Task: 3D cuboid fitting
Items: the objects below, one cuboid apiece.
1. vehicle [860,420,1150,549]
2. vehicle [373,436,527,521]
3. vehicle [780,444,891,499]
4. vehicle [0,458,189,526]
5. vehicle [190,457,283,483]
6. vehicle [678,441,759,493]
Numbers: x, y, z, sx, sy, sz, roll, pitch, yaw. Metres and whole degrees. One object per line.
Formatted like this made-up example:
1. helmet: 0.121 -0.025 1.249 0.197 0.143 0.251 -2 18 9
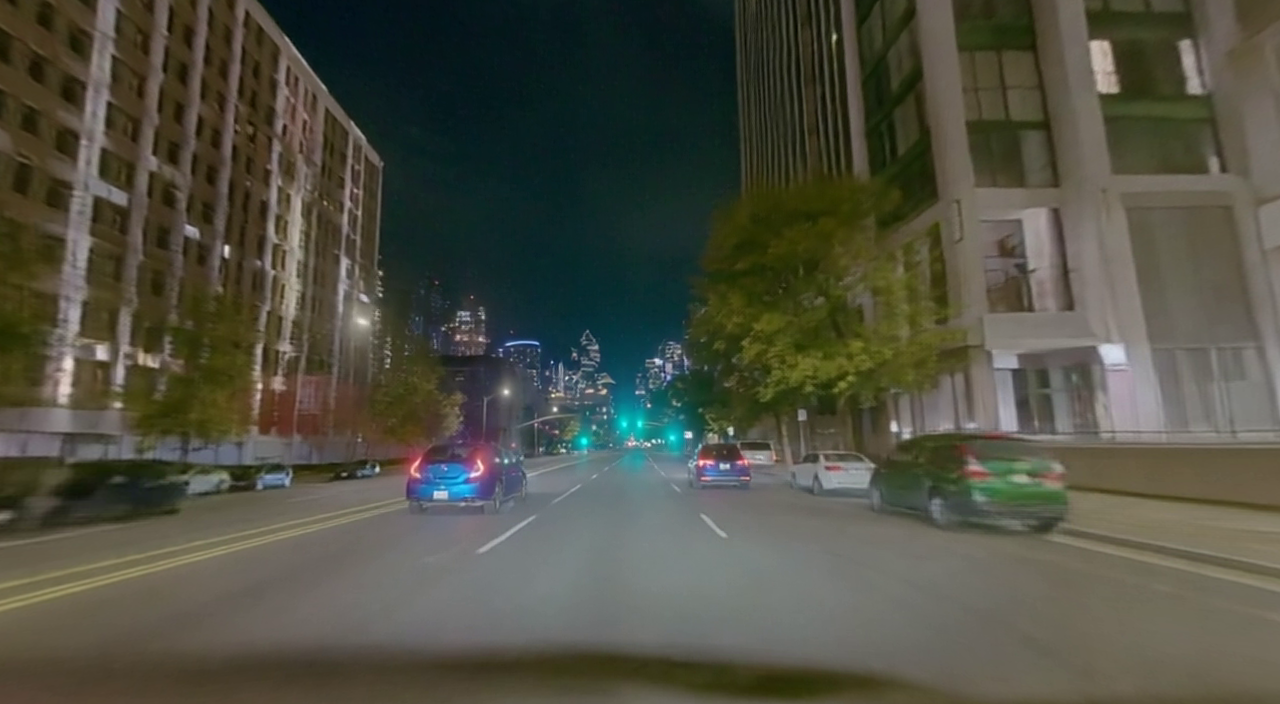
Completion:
1. vehicle: 6.035 2.240 11.522 2.085 1.782 5.258 0 -8 -1
2. vehicle: -3.823 2.599 13.568 2.062 1.527 4.044 0 -8 0
3. vehicle: 5.819 3.593 19.456 1.905 1.471 4.596 0 -8 -1
4. vehicle: -14.968 3.696 17.276 1.907 1.494 4.549 0 -8 0
5. vehicle: -24.177 7.060 37.935 4.398 1.486 1.837 -1 -8 3
6. vehicle: 2.402 3.663 20.517 1.978 1.471 4.426 0 -8 -1
